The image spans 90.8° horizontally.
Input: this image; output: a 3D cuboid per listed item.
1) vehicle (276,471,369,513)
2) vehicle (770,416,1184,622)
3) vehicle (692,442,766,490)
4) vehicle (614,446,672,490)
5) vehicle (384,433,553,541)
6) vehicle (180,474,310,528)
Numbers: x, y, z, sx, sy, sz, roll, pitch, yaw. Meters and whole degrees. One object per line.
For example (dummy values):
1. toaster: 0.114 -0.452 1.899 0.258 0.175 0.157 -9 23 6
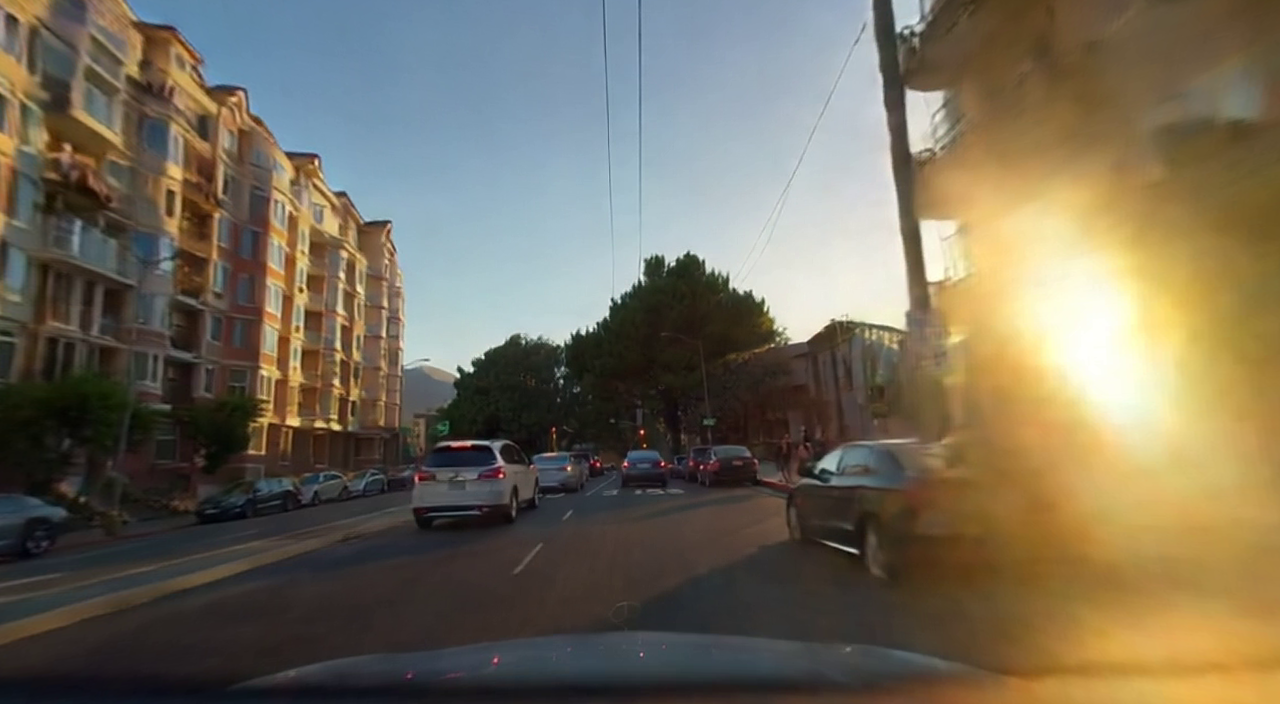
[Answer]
1. vehicle: -13.808 6.103 27.810 1.752 1.479 4.575 0 -8 0
2. vehicle: 3.035 1.607 7.175 2.077 1.532 4.694 0 -8 0
3. vehicle: 2.976 3.922 22.084 1.933 1.501 4.349 0 -8 0
4. vehicle: 0.085 4.306 23.838 2.026 1.496 3.701 0 -8 -1
5. vehicle: -3.045 2.483 12.335 2.065 1.705 4.353 0 -8 0
6. vehicle: -13.929 5.255 22.649 1.844 1.499 4.421 0 -8 -1
